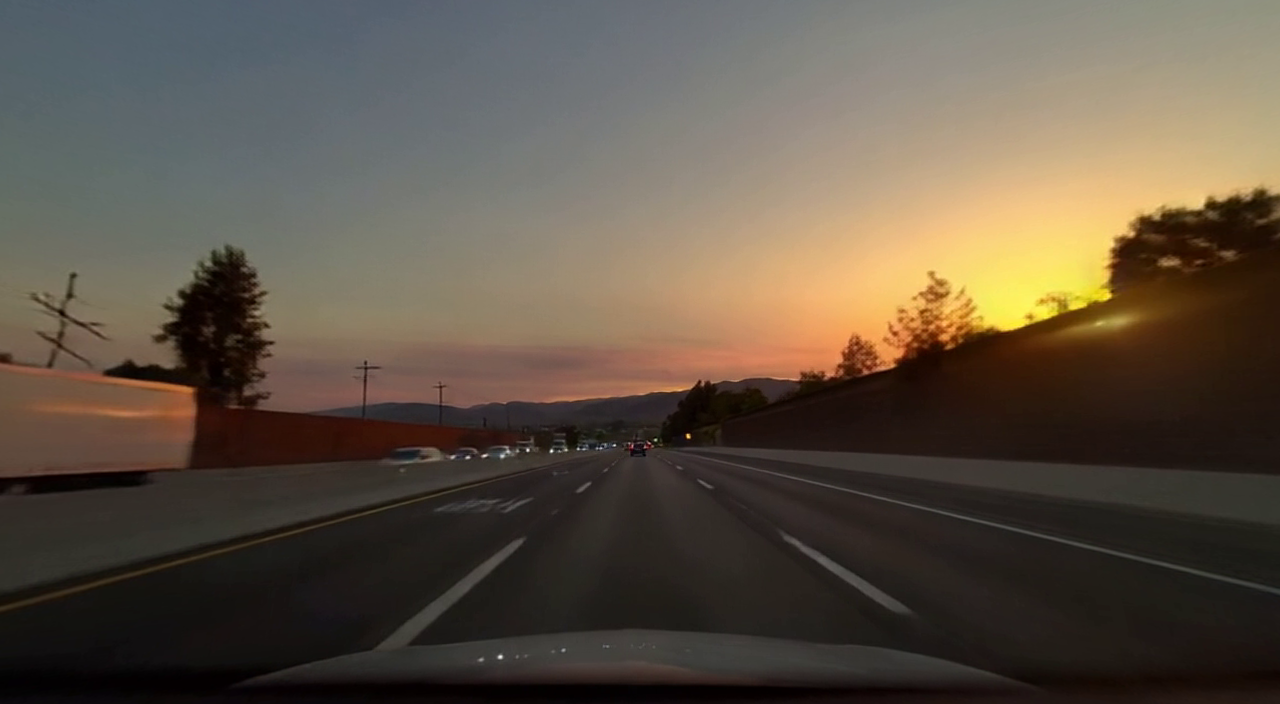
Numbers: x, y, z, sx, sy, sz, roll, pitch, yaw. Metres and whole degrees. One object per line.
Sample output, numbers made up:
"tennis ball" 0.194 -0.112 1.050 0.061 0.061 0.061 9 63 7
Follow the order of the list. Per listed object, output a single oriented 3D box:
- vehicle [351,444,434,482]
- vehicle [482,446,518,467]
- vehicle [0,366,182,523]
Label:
"vehicle" -10.855 4.882 27.930 1.887 1.524 4.275 0 -8 1
"vehicle" -10.679 7.979 48.201 1.821 1.477 3.939 0 -8 0
"vehicle" -18.463 2.342 15.910 3.341 4.076 13.934 0 -8 -1
